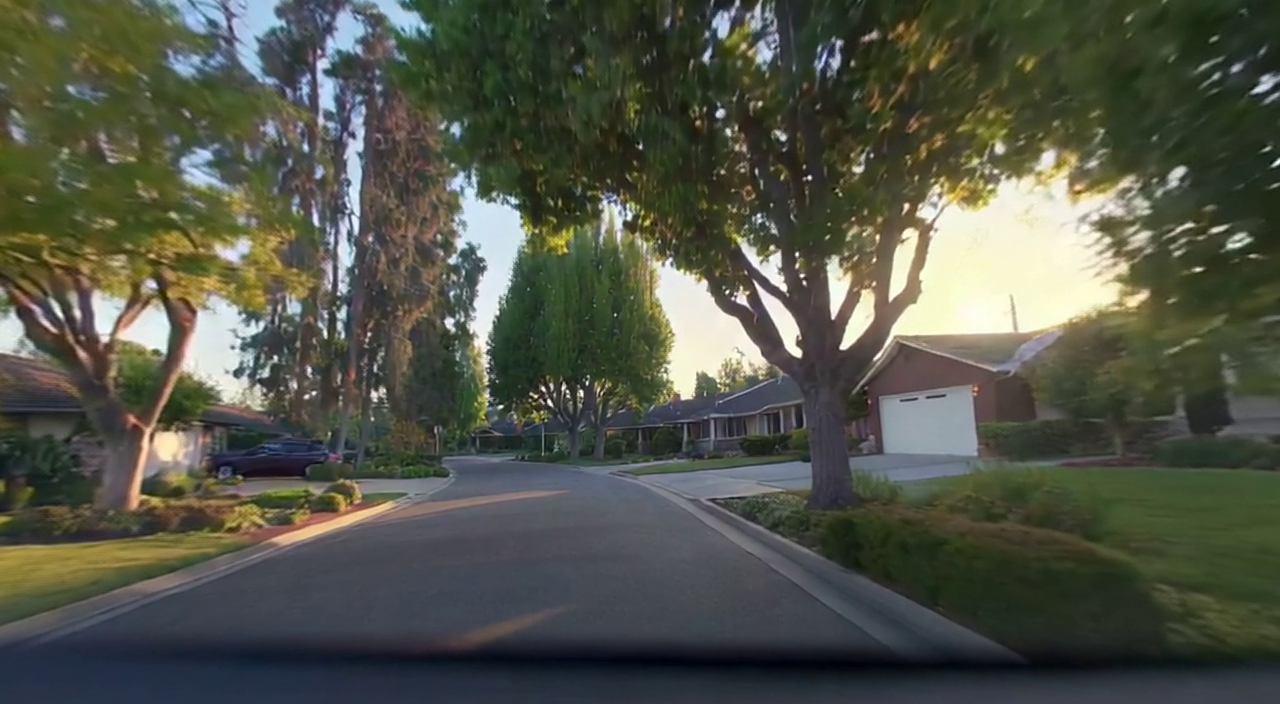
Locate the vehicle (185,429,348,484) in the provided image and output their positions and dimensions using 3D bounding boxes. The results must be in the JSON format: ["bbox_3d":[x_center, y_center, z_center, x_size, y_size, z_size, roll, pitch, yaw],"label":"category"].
[{"bbox_3d":[-13.625,3.808,23.412,4.961,1.757,1.971,2,-9,-24],"label":"vehicle"}]
